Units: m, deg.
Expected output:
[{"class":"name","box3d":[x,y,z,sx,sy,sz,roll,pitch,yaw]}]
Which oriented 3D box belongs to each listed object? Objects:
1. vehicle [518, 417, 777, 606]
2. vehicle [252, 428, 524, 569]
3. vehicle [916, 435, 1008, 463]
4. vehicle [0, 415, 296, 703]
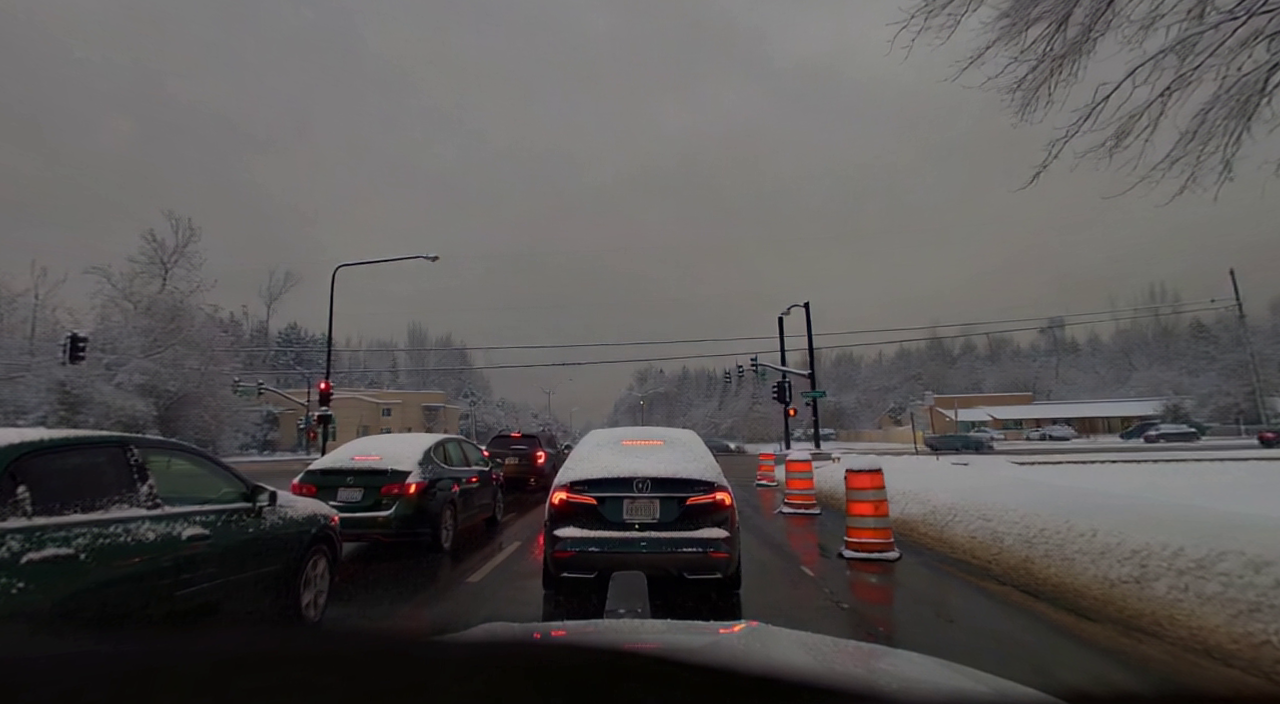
[{"class":"vehicle","box3d":[0.105,1.623,7.212,2.167,1.560,3.676,0,-9,1]},{"class":"vehicle","box3d":[-3.276,1.996,9.451,1.989,1.541,4.626,0,-9,2]},{"class":"vehicle","box3d":[20.745,6.281,40.706,4.827,1.729,1.986,0,-9,1]},{"class":"vehicle","box3d":[-3.584,0.945,2.147,2.064,1.497,4.722,0,-9,1]}]
